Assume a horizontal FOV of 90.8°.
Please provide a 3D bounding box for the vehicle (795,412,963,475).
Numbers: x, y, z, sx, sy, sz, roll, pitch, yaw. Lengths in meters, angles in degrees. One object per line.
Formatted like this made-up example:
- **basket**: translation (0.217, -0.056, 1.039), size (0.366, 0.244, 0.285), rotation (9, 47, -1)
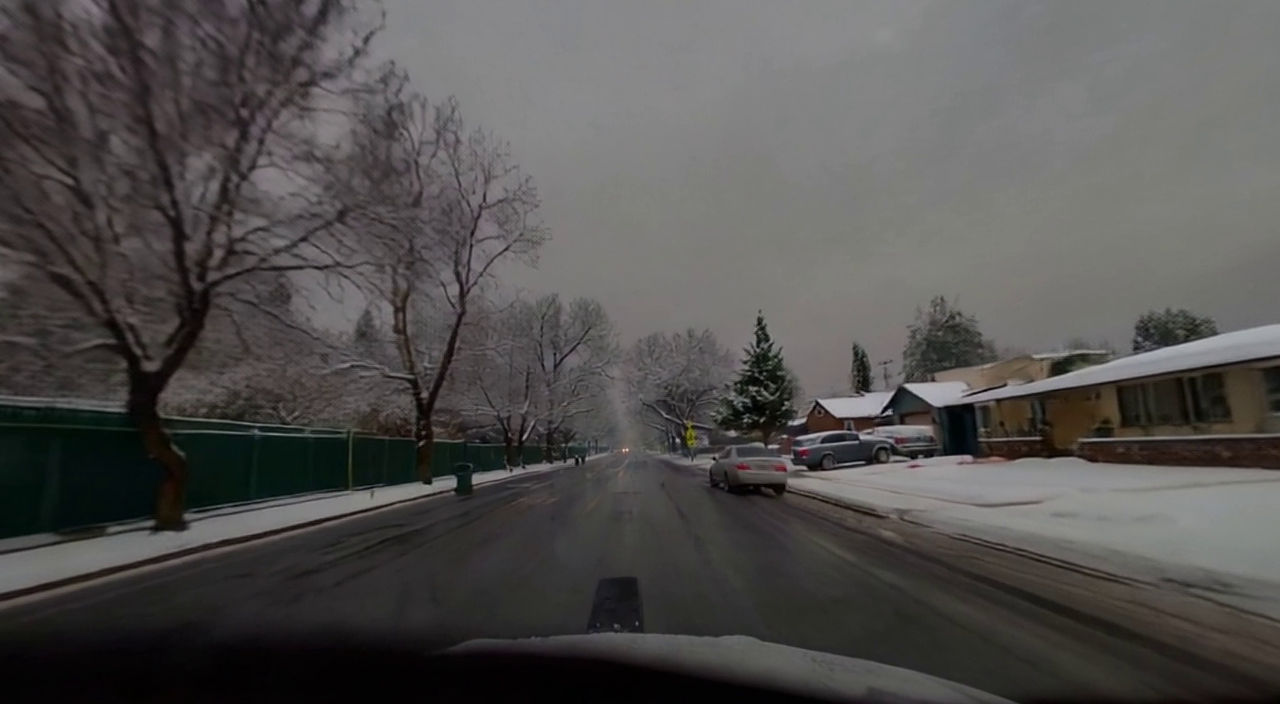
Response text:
- **vehicle**: translation (9.780, 3.820, 26.309), size (5.935, 1.911, 2.236), rotation (-6, -10, -1)

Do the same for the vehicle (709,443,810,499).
- **vehicle**: translation (3.640, 3.733, 20.265), size (2.051, 1.524, 5.047), rotation (0, -9, -2)
